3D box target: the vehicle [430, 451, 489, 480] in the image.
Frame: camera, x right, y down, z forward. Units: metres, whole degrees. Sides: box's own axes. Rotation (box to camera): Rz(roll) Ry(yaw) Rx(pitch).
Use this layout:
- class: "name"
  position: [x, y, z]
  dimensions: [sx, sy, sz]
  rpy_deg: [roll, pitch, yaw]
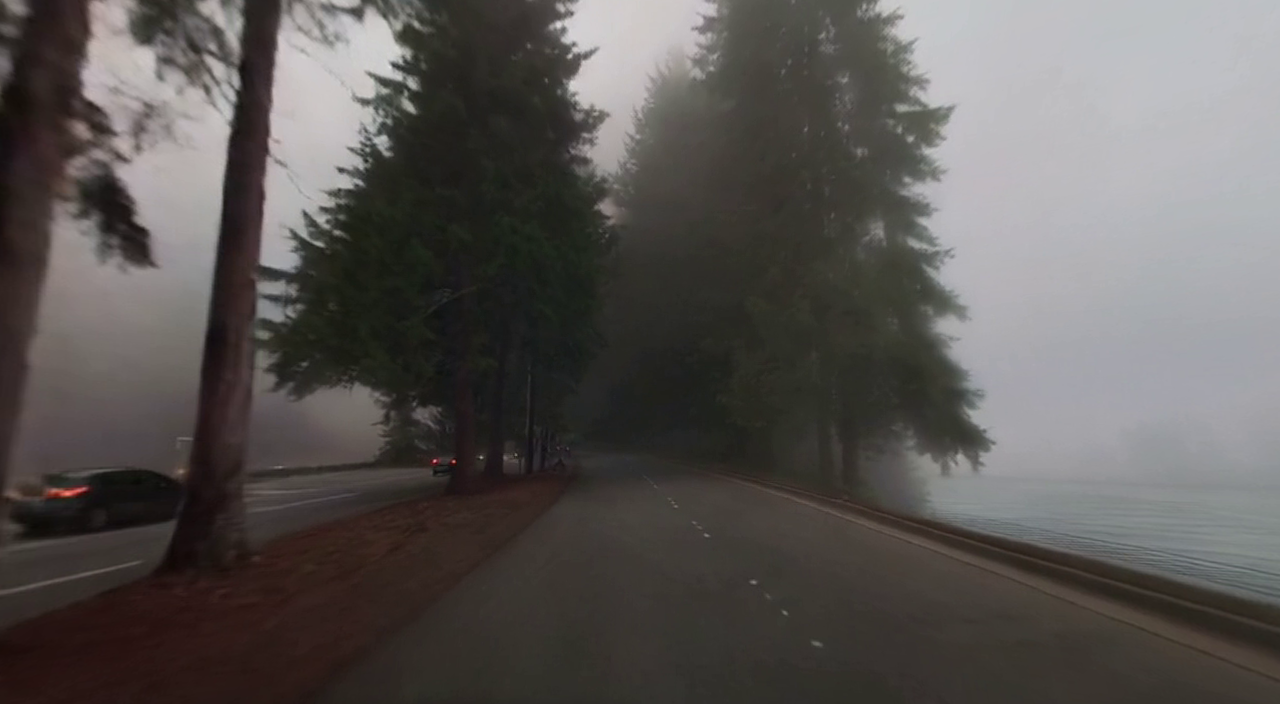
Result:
- class: "vehicle"
  position: [-10.505, 6.629, 37.179]
  dimensions: [1.886, 1.535, 4.742]
  rpy_deg: [-1, -8, 3]

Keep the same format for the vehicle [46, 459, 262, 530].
- class: "vehicle"
  position: [-12.413, 3.625, 16.631]
  dimensions: [1.781, 1.476, 4.513]
  rpy_deg: [-1, -8, 6]

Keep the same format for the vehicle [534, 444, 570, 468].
- class: "vehicle"
  position: [-6.646, 7.927, 48.303]
  dimensions: [2.049, 1.699, 4.860]
  rpy_deg: [0, -8, 1]
